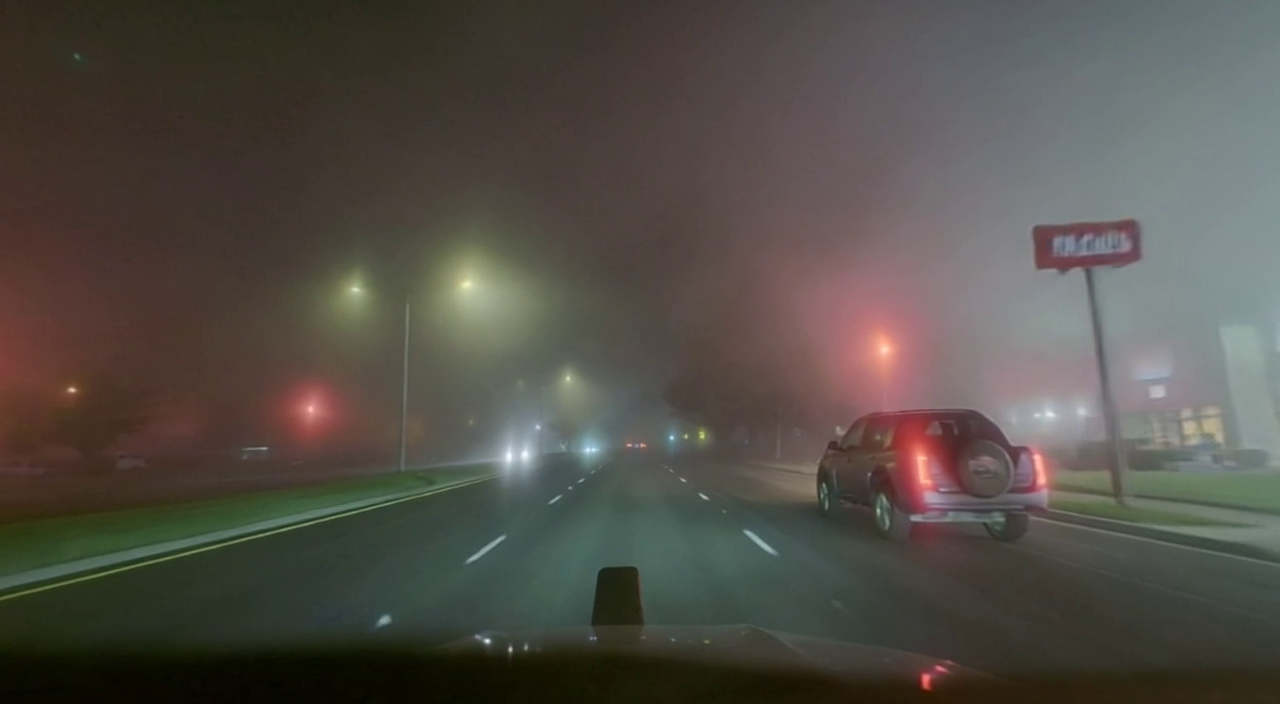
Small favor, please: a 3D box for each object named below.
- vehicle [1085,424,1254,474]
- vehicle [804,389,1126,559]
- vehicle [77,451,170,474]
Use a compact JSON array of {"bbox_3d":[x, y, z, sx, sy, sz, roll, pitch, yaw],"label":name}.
[{"bbox_3d":[20.511,3.753,24.650,1.929,1.748,4.717,8,-11,-43],"label":"vehicle"},{"bbox_3d":[4.462,1.793,9.978,2.185,1.956,5.128,0,-8,-2],"label":"vehicle"},{"bbox_3d":[-33.094,7.097,40.555,4.463,1.411,1.779,0,-8,2],"label":"vehicle"}]
